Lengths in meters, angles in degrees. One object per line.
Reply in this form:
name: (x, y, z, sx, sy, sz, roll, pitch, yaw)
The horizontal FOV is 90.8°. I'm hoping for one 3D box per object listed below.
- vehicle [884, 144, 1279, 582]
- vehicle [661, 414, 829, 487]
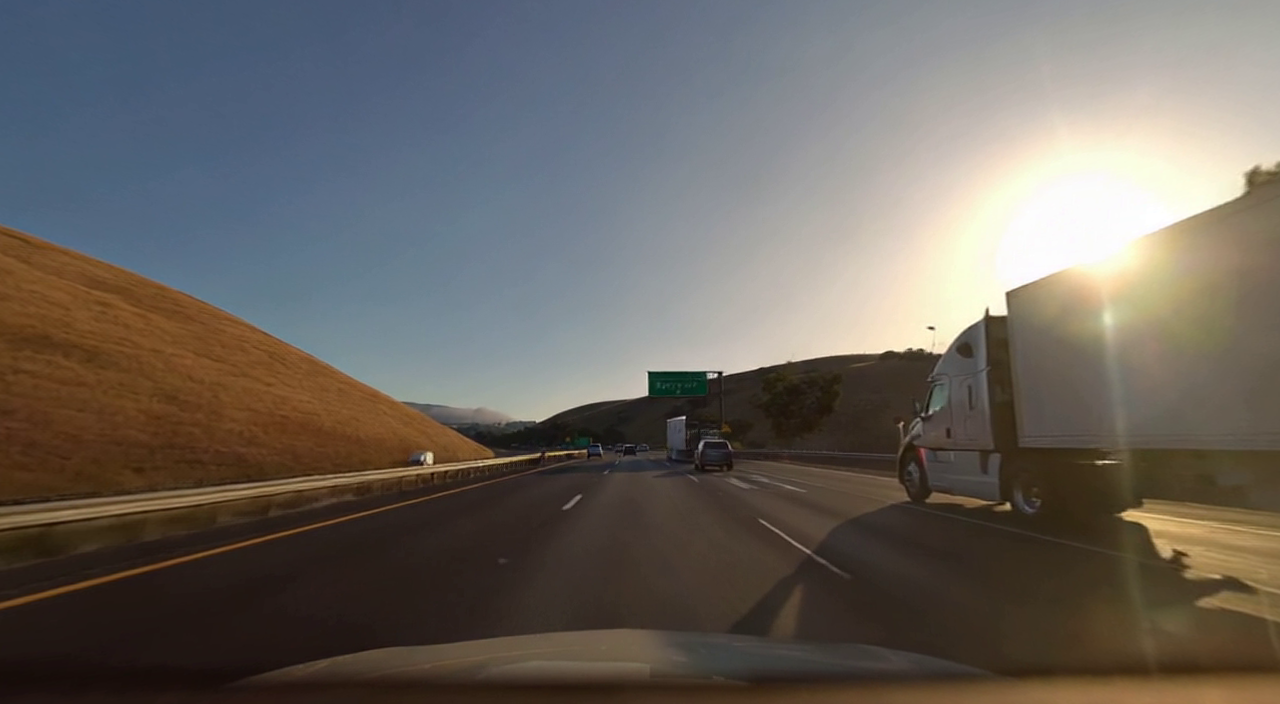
vehicle: (7.652, 0.317, 7.529, 2.935, 4.187, 16.357, 0, -9, 0)
vehicle: (3.355, 3.276, 21.134, 5.075, 2.277, 2.365, 0, -9, -3)
